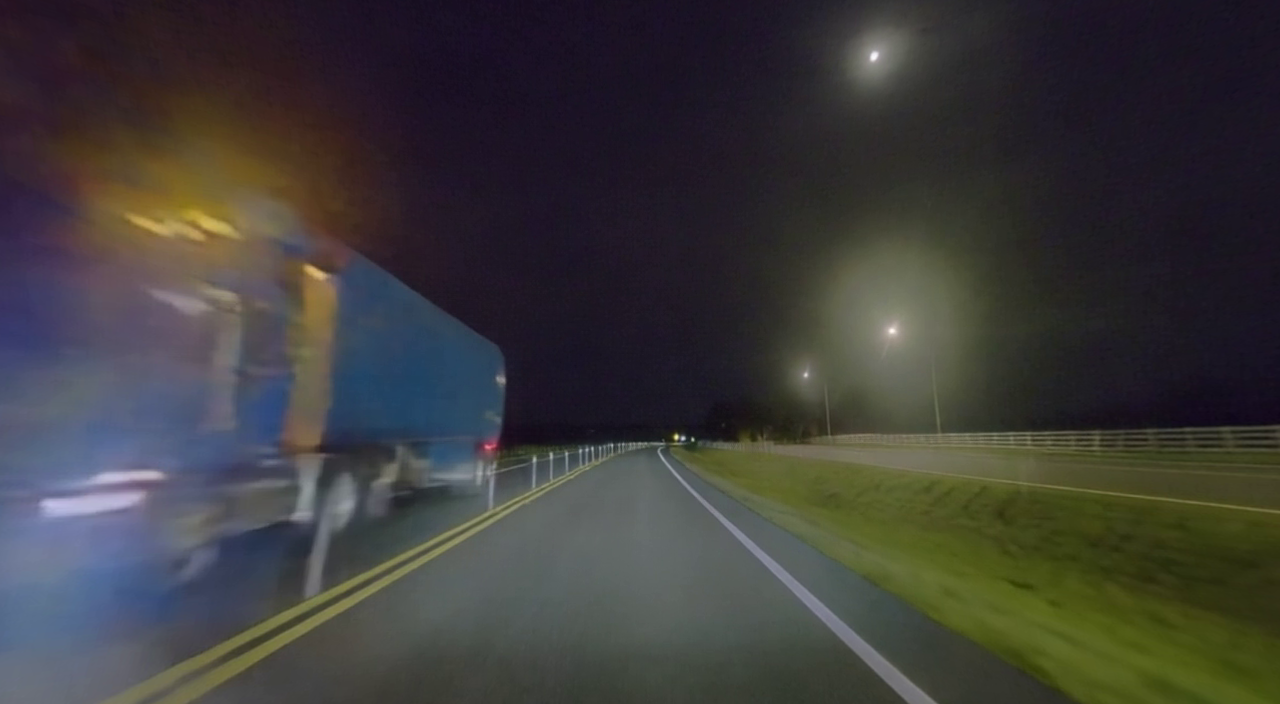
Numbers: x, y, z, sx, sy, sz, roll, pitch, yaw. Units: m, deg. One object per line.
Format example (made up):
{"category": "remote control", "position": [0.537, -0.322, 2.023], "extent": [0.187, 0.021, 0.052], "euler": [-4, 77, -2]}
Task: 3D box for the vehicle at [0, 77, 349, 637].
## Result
{"category": "vehicle", "position": [-6.280, 0.379, 6.795], "extent": [3.460, 3.937, 5.736], "euler": [-1, -8, 0]}
